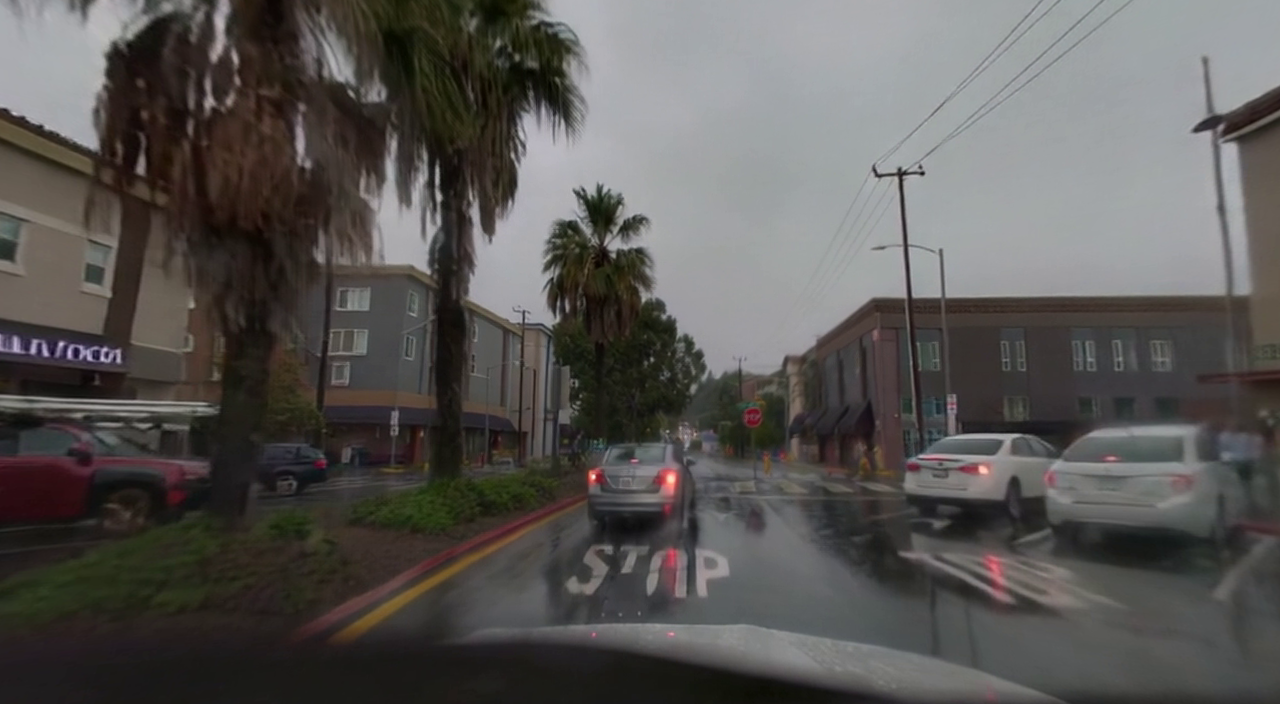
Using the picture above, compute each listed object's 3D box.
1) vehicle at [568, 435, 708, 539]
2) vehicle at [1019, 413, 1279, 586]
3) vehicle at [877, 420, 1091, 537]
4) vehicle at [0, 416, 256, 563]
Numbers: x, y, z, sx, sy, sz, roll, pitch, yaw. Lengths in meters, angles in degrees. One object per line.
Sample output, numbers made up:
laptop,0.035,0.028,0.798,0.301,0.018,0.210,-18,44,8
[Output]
vehicle,0.119,2.267,11.213,2.031,1.479,3.969,-1,-9,4
vehicle,6.594,1.666,7.871,3.754,1.592,1.939,7,-11,-39
vehicle,6.335,2.163,11.388,4.623,1.650,1.937,8,-12,-43
vehicle,-10.216,2.009,9.630,6.873,2.051,2.823,6,-9,-44
